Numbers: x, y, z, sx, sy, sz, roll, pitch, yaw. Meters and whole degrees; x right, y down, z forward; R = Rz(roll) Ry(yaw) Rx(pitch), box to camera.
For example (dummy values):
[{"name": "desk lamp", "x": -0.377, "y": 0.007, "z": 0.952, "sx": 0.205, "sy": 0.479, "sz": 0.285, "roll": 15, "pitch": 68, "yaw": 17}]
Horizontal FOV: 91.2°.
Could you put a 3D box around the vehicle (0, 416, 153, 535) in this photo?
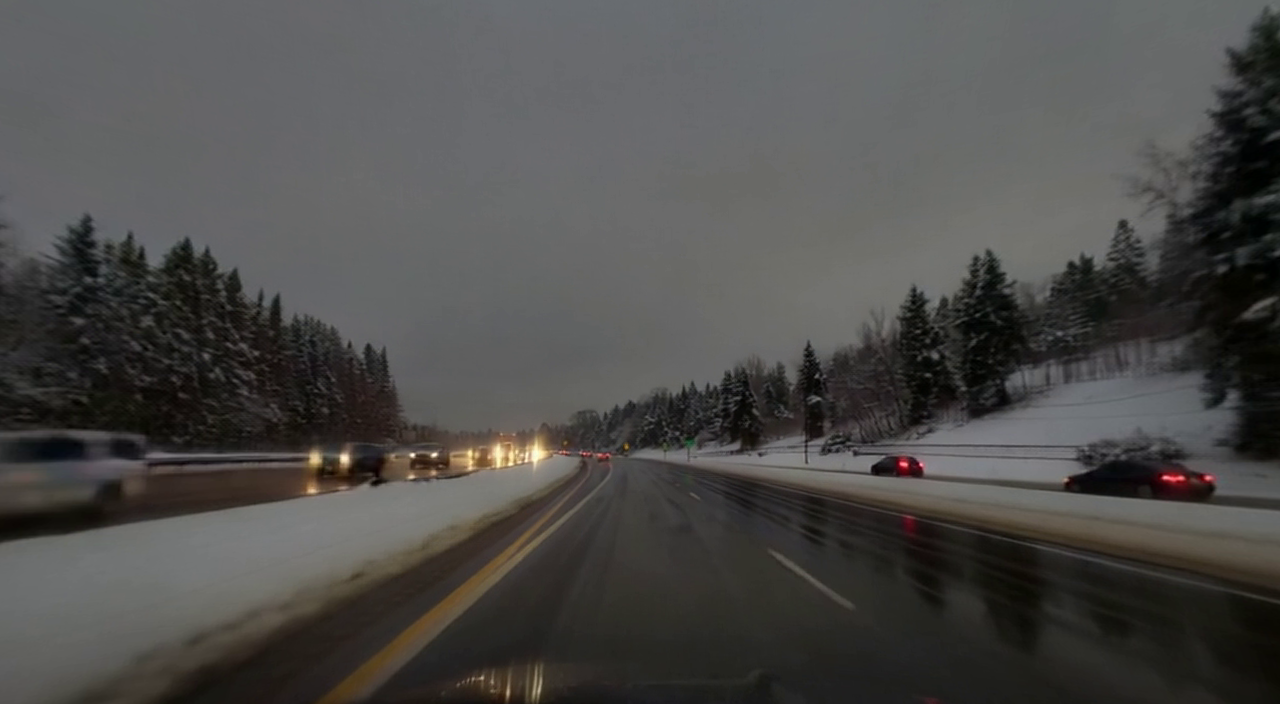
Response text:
[{"name": "vehicle", "x": -8.990, "y": 1.615, "z": 8.267, "sx": 1.839, "sy": 1.474, "sz": 4.225, "roll": 0, "pitch": -9, "yaw": -3}]

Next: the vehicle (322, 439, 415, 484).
[{"name": "vehicle", "x": -9.719, "y": 3.936, "z": 22.801, "sx": 1.797, "sy": 1.477, "sz": 3.854, "roll": 0, "pitch": -9, "yaw": -3}]

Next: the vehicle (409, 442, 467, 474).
[{"name": "vehicle", "x": -10.167, "y": 5.363, "z": 31.832, "sx": 1.832, "sy": 1.507, "sz": 3.859, "roll": 0, "pitch": -9, "yaw": -3}]

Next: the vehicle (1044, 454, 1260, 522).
[{"name": "vehicle", "x": 13.585, "y": 3.598, "z": 17.125, "sx": 1.941, "sy": 1.536, "sz": 4.585, "roll": 0, "pitch": -9, "yaw": -2}]

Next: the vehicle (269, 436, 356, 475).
[{"name": "vehicle", "x": -15.558, "y": 4.956, "z": 30.091, "sx": 2.023, "sy": 1.697, "sz": 4.402, "roll": 1, "pitch": -9, "yaw": -4}]

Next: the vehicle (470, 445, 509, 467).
[{"name": "vehicle", "x": -11.268, "y": 7.813, "z": 47.226, "sx": 1.946, "sy": 1.519, "sz": 4.791, "roll": 0, "pitch": -9, "yaw": -3}]
